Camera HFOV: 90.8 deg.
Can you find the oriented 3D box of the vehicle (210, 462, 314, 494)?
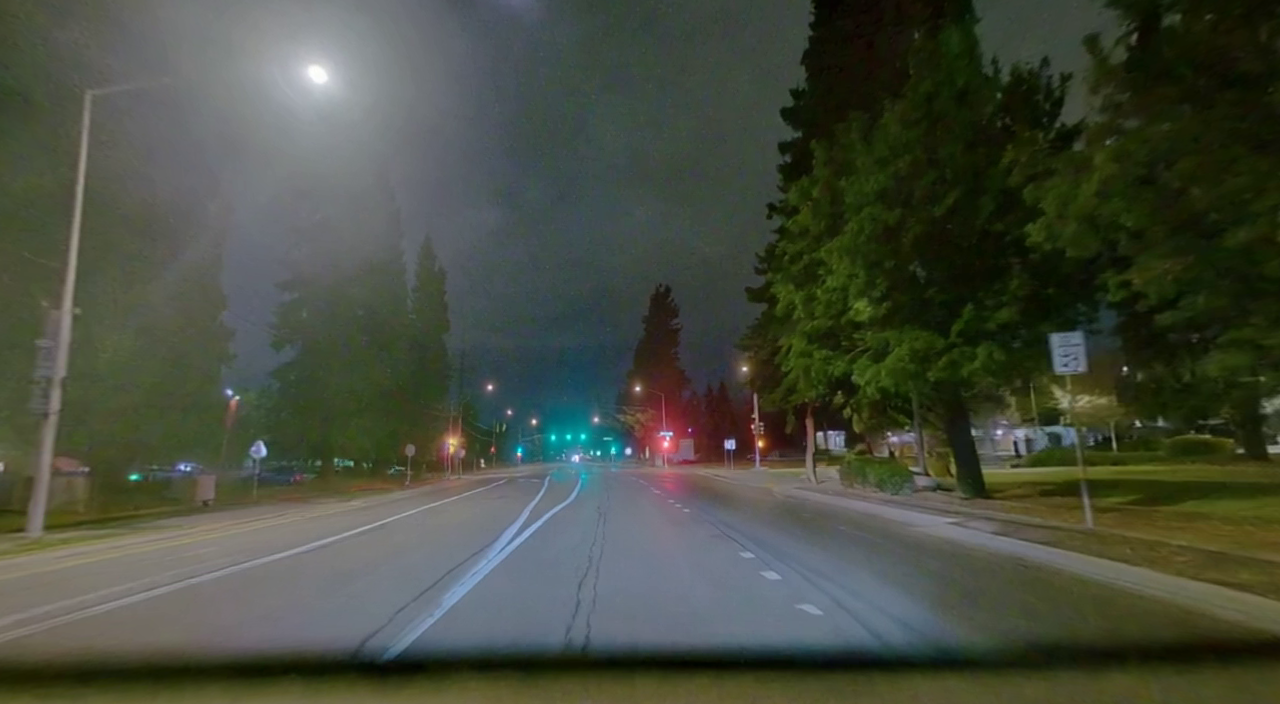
[{"bbox_3d":[-25.418,8.491,42.718,5.473,1.957,2.253,1,-9,-8],"label":"vehicle"}]

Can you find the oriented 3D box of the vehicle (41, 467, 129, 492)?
[{"bbox_3d":[-41.446,9.519,47.294,4.377,1.654,2.018,3,-9,-20],"label":"vehicle"}]
